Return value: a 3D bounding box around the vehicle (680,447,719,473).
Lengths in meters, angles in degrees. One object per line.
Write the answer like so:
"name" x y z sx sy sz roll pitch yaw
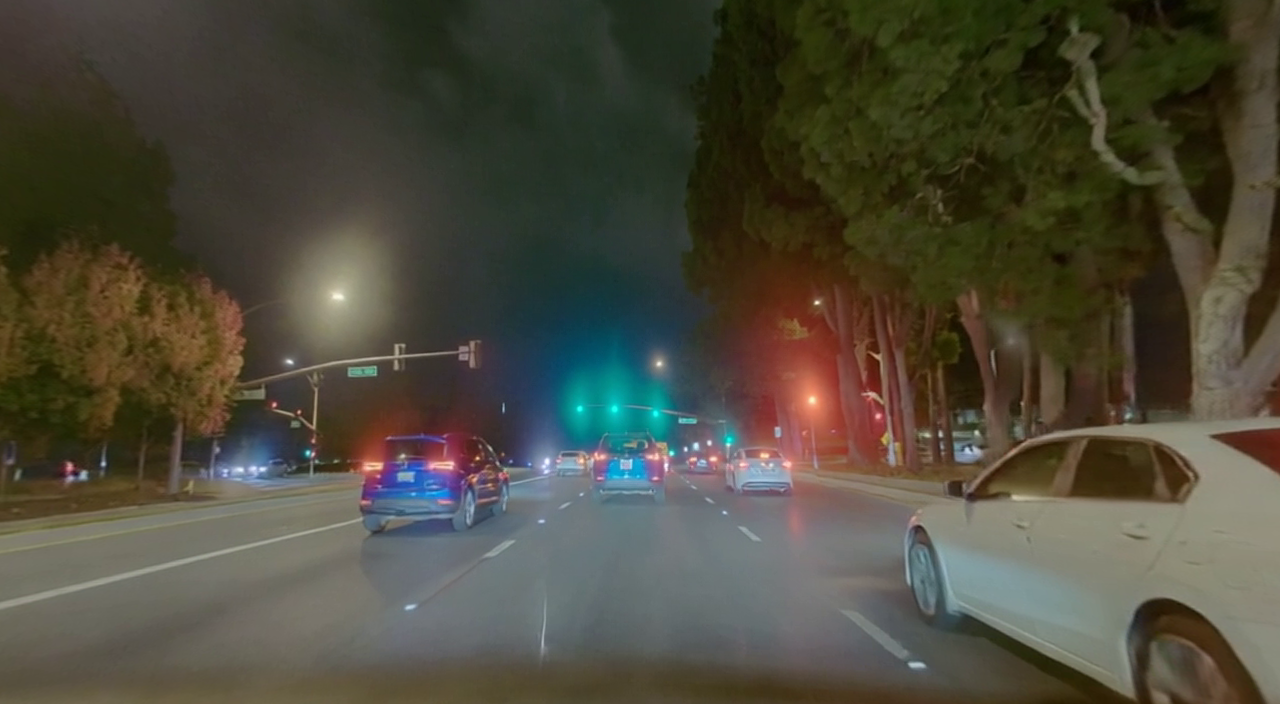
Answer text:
"vehicle" 3.642 6.697 39.323 1.996 1.443 4.270 0 -8 -1

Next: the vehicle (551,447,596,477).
"vehicle" -3.499 5.868 33.847 1.897 1.479 4.204 0 -8 1

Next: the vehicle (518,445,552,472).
"vehicle" -7.186 7.302 43.428 2.051 1.722 4.412 1 -8 -6

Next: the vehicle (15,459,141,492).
"vehicle" -34.118 7.486 38.424 5.352 1.850 2.276 0 -8 -2

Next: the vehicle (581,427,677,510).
"vehicle" -0.262 2.922 16.337 2.132 1.816 4.471 0 -8 0

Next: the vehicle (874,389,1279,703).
"vehicle" 2.997 1.031 3.108 1.976 1.491 4.427 0 -8 0

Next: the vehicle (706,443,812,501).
"vehicle" 3.379 3.514 18.991 2.036 1.480 4.659 0 -8 -3

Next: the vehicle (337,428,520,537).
"vehicle" -3.790 2.402 12.255 2.039 1.709 4.265 0 -8 0
